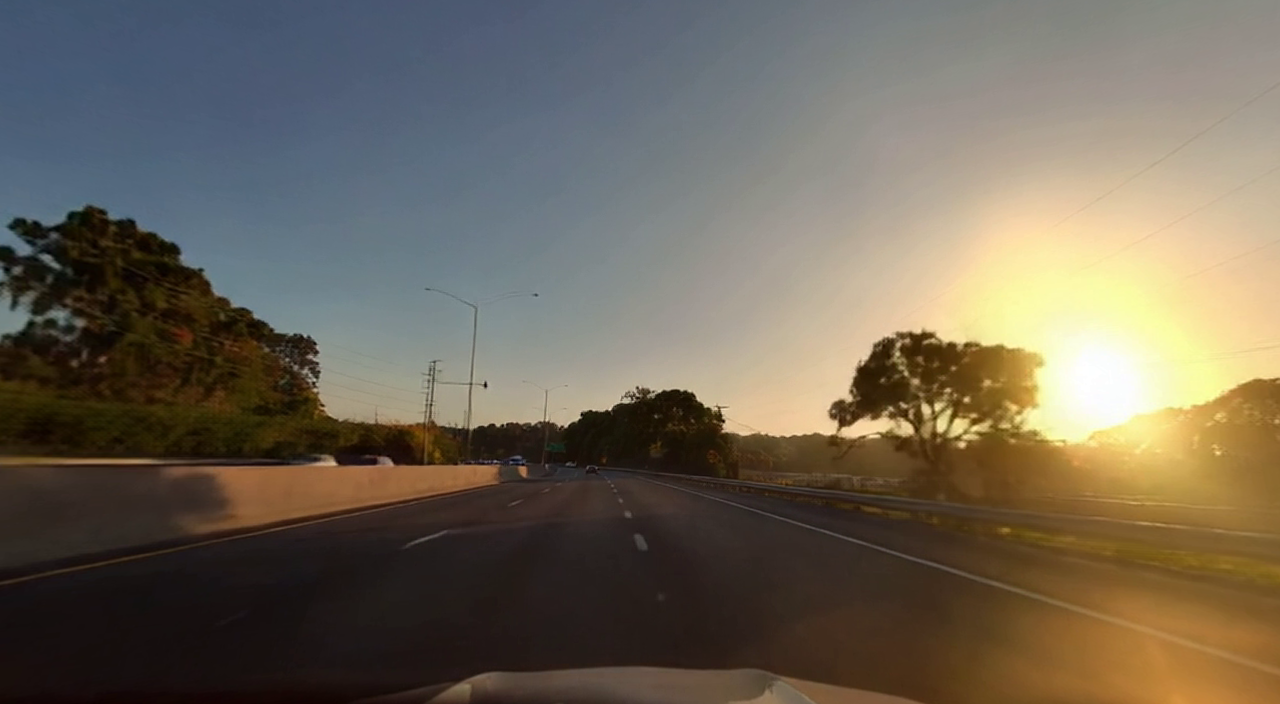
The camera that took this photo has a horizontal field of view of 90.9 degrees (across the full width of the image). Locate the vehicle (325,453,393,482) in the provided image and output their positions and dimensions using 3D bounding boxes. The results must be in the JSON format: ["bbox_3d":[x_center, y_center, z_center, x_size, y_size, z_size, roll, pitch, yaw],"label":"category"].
[{"bbox_3d":[-15.588,6.455,35.199,1.965,1.498,4.378,1,-10,-3],"label":"vehicle"}]

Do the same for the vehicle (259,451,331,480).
[{"bbox_3d":[-19.164,6.344,35.246,1.819,1.482,4.228,1,-10,-3],"label":"vehicle"}]
